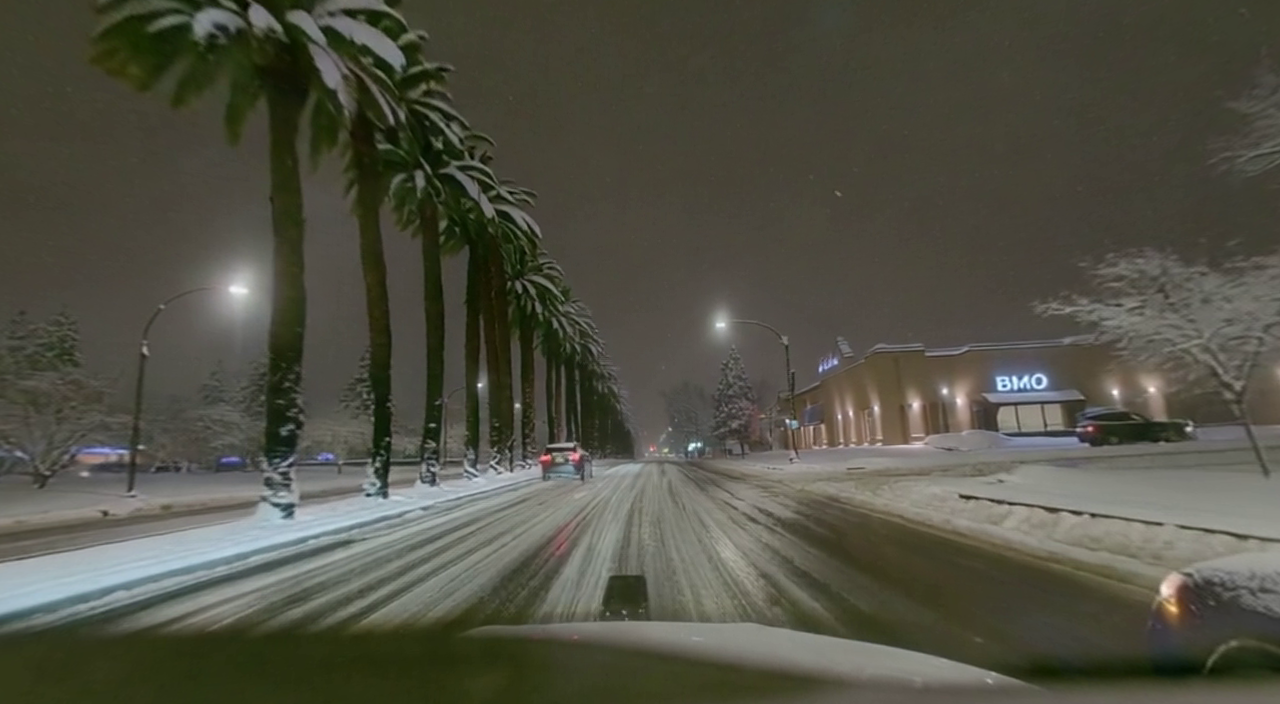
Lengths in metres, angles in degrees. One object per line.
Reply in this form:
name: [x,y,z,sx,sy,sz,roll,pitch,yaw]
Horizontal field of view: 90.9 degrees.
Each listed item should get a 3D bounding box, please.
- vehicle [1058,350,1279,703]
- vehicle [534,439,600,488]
vehicle: [2.774,0.563,0.553,1.946,1.513,4.133,-1,-9,0]
vehicle: [-2.804,4.417,25.190,1.998,1.743,4.402,-1,-9,1]
